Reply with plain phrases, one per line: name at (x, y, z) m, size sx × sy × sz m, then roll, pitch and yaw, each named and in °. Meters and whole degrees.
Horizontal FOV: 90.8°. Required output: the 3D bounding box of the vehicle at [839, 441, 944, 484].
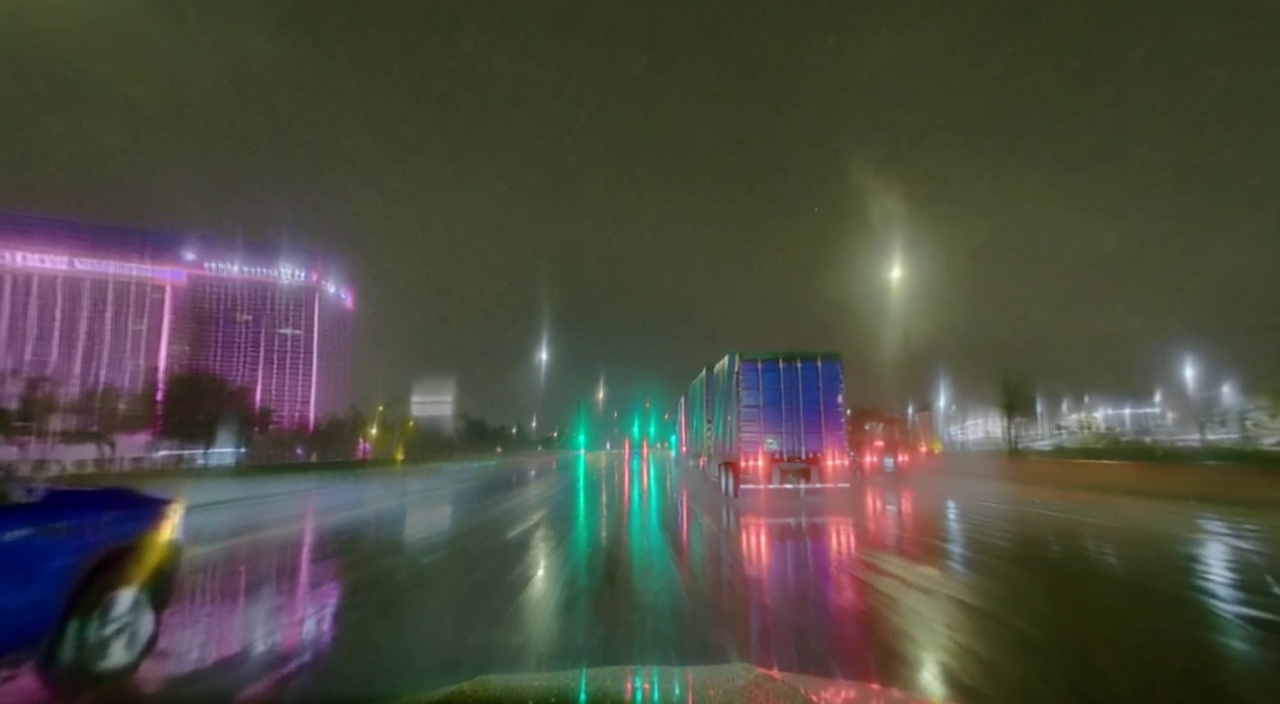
vehicle at (9.421, 4.163, 24.159) m, size 2.105 × 1.494 × 4.537 m, roll 0°, pitch -8°, yaw 0°

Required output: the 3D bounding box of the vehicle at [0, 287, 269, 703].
vehicle at (-3.389, 0.563, 1.419) m, size 2.229 × 1.806 × 4.698 m, roll 0°, pitch -8°, yaw 0°

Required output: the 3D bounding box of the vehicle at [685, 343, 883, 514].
vehicle at (3.176, 2.273, 17.808) m, size 2.934 × 3.325 × 10.986 m, roll 0°, pitch -8°, yaw 0°

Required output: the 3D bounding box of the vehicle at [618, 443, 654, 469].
vehicle at (-0.212, 5.908, 36.107) m, size 1.929 × 1.395 × 3.999 m, roll 0°, pitch -8°, yaw 0°
